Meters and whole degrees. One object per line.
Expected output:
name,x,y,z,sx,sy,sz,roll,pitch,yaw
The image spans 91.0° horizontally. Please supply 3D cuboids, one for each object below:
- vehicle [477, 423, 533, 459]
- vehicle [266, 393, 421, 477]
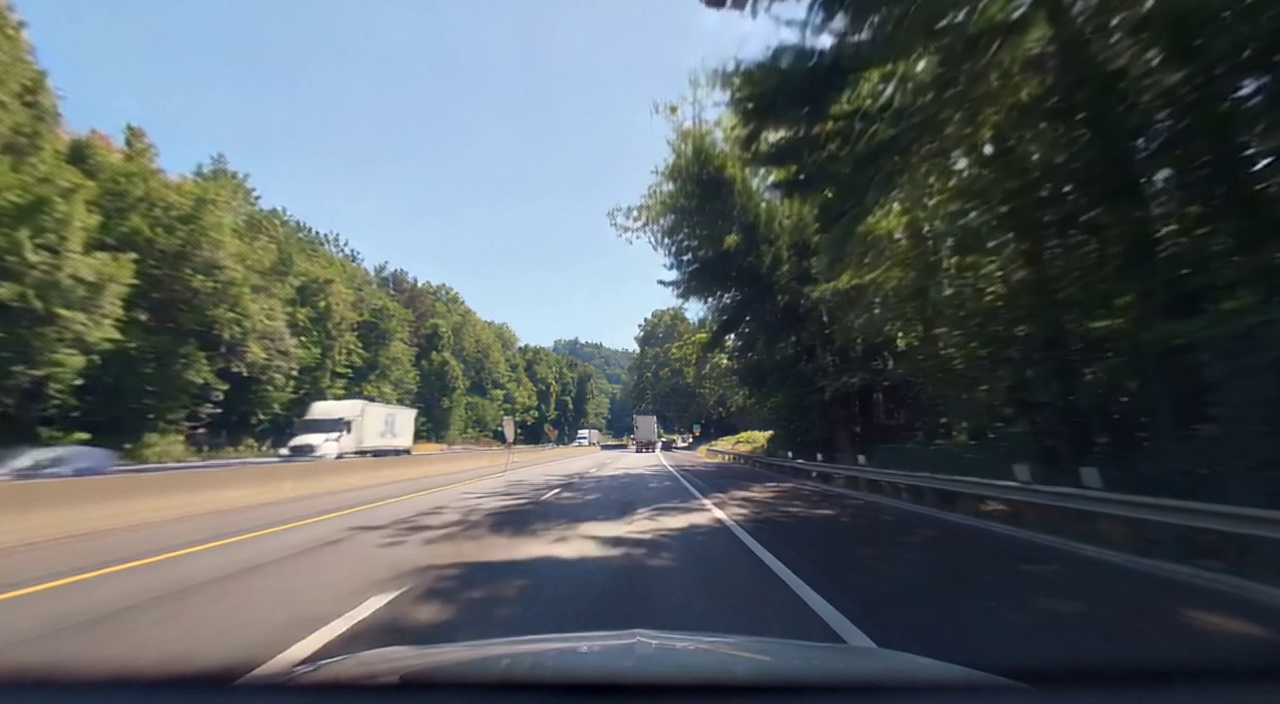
vehicle,-10.519,7.024,49.762,2.722,2.626,7.004,-1,-8,1
vehicle,-14.458,4.258,32.025,2.973,3.589,9.822,-1,-8,1
